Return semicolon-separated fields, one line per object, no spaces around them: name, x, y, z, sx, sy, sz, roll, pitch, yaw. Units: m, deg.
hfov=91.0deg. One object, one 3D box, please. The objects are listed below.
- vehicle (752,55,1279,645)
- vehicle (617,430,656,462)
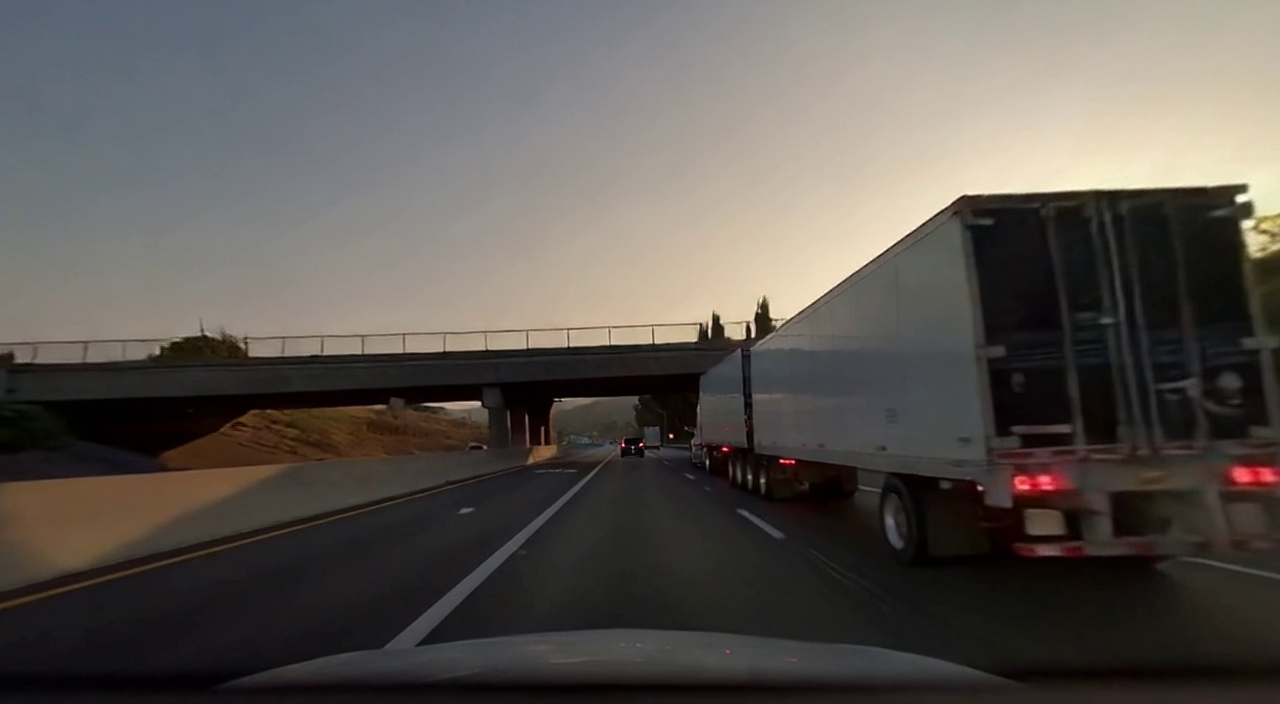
vehicle;3.872;0.454;8.498;2.967;3.961;8.660;-1;-8;-1
vehicle;-0.271;6.333;42.698;2.456;2.007;4.728;-1;-8;-1
